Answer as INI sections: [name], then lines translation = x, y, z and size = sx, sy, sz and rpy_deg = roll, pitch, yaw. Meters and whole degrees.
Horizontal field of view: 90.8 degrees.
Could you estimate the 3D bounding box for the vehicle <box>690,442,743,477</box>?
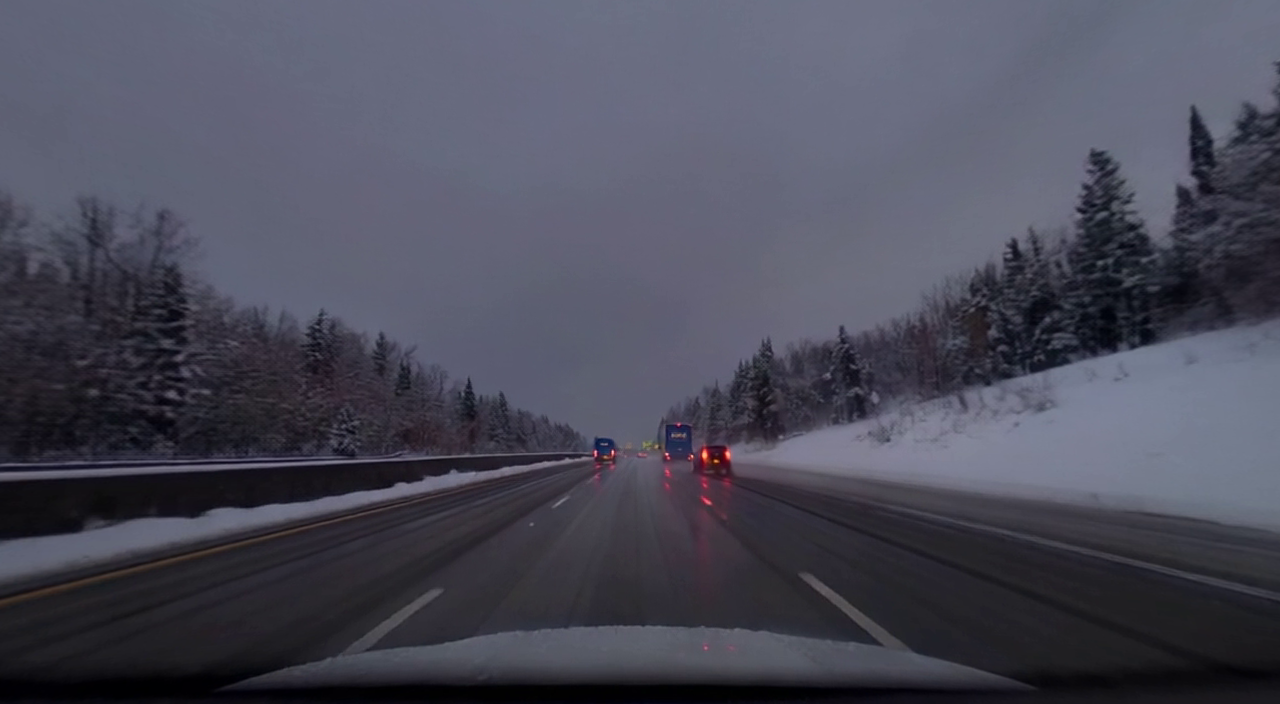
[vehicle]
translation = 3.798, 5.412, 32.085
size = 2.066, 1.638, 4.158
rpy_deg = 0, -9, -2
